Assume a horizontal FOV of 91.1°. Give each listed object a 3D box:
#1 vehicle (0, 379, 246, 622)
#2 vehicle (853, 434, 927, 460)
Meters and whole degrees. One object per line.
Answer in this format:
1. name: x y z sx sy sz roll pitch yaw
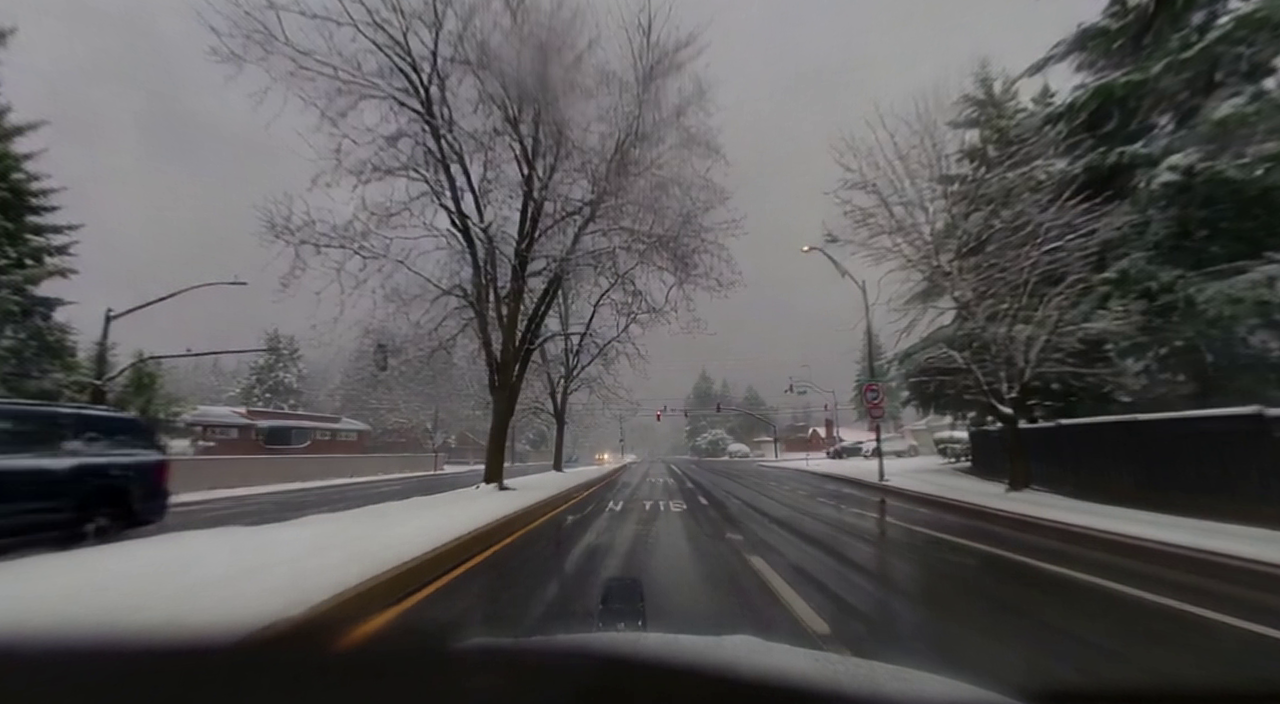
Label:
1. vehicle: -5.924 1.178 5.125 2.196 1.809 4.857 0 -8 1
2. vehicle: 18.599 7.082 46.862 4.611 1.920 2.043 0 -8 -2
